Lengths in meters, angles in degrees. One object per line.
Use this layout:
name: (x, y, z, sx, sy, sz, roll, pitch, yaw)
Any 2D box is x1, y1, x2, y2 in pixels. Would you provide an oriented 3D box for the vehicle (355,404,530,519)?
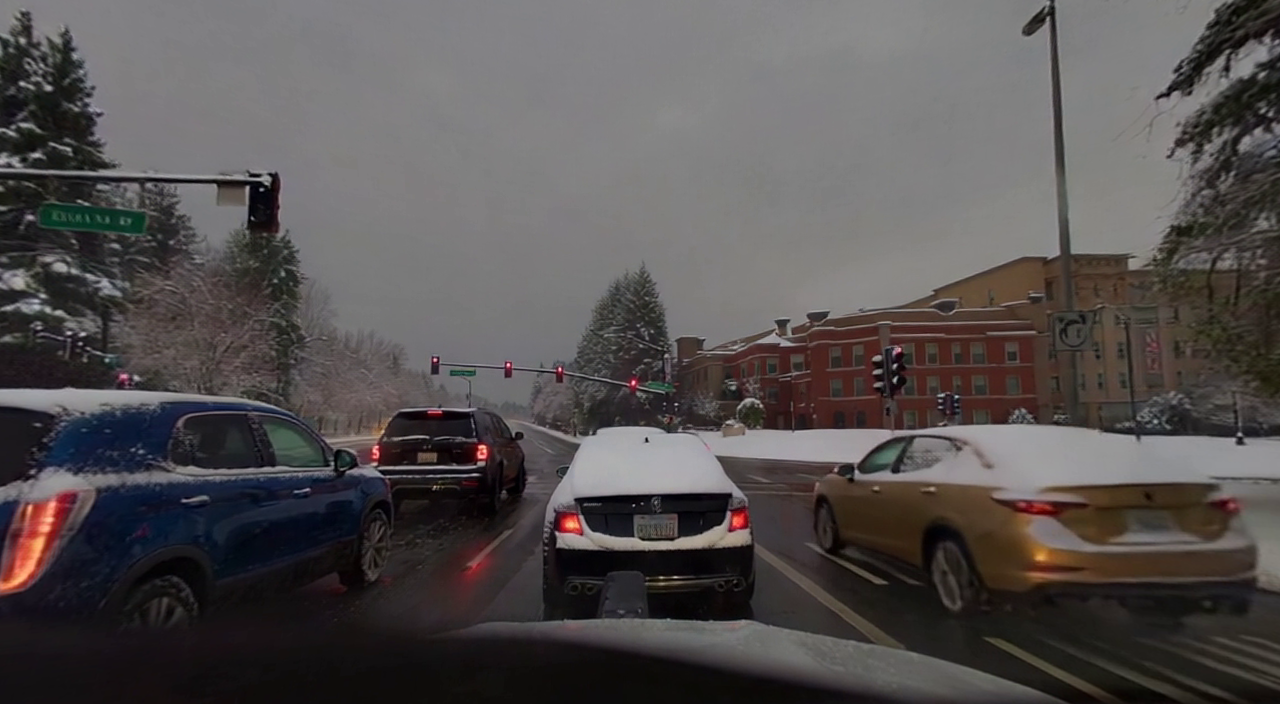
vehicle: (-3.912, 2.312, 13.816, 2.305, 1.984, 5.586, 0, -8, -3)

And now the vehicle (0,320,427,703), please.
vehicle: (-3.171, 1.055, 4.476, 1.924, 1.737, 4.387, 0, -9, -2)

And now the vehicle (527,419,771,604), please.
vehicle: (-0.061, 1.636, 7.456, 2.001, 1.483, 4.442, 0, -9, -4)

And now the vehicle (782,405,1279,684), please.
vehicle: (3.075, 1.418, 5.970, 2.100, 1.524, 4.746, 0, -9, -3)
